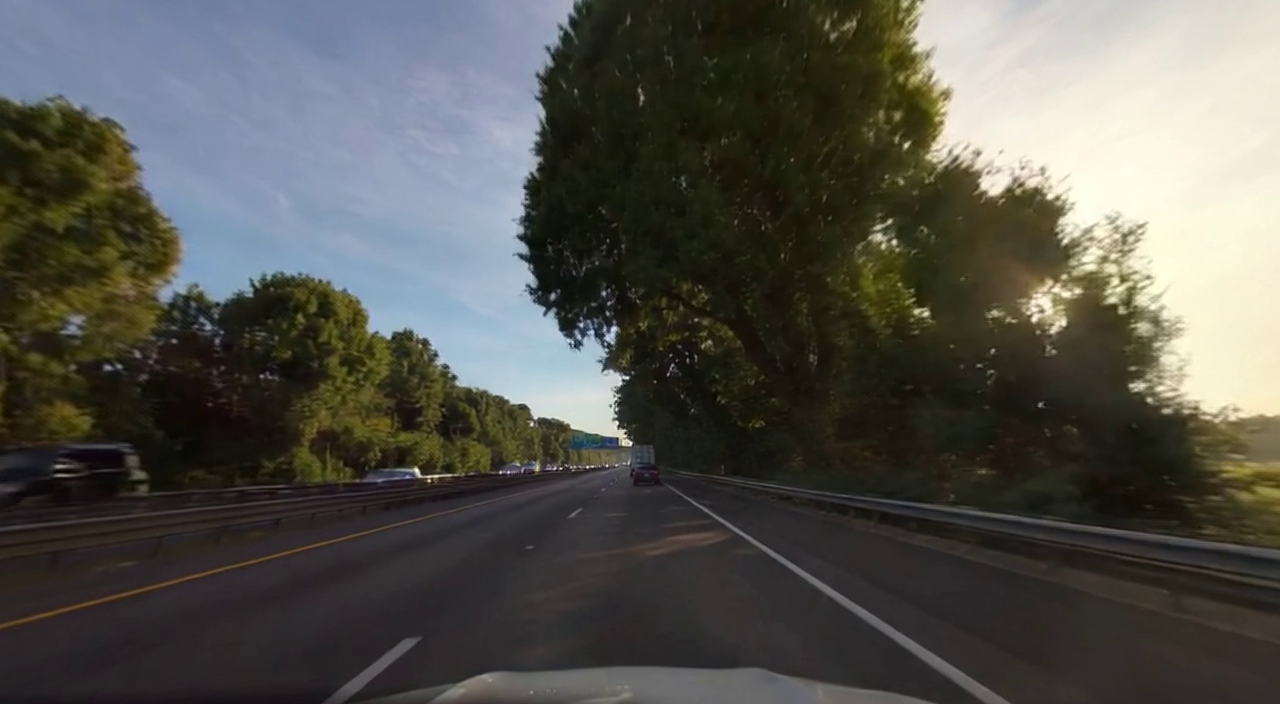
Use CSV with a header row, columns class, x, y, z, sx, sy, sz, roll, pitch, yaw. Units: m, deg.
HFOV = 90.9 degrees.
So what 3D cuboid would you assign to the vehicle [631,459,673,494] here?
class,x,y,z,sx,sy,sz,roll,pitch,yaw
vehicle,0.576,6.457,32.796,2.048,1.663,4.377,1,-10,0
